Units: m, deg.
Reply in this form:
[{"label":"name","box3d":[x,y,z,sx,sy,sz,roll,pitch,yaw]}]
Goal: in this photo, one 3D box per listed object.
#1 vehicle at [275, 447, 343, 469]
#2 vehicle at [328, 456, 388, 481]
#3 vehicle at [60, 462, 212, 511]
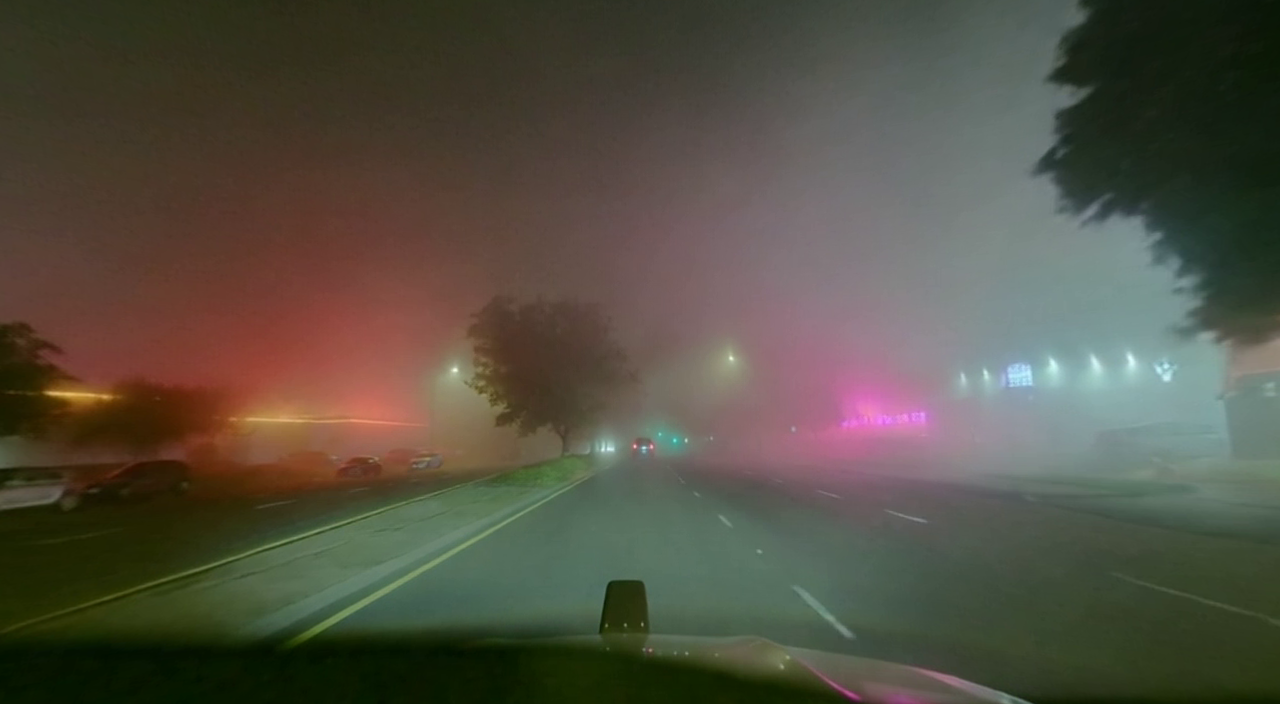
[{"label":"vehicle","box3d":[-26.184,8.393,49.999,4.314,1.680,1.822,0,-8,-3]},{"label":"vehicle","box3d":[-18.575,7.680,41.742,1.806,1.454,4.599,0,-8,1]},{"label":"vehicle","box3d":[-18.821,4.998,23.856,1.861,1.499,4.535,-1,-8,3]}]
